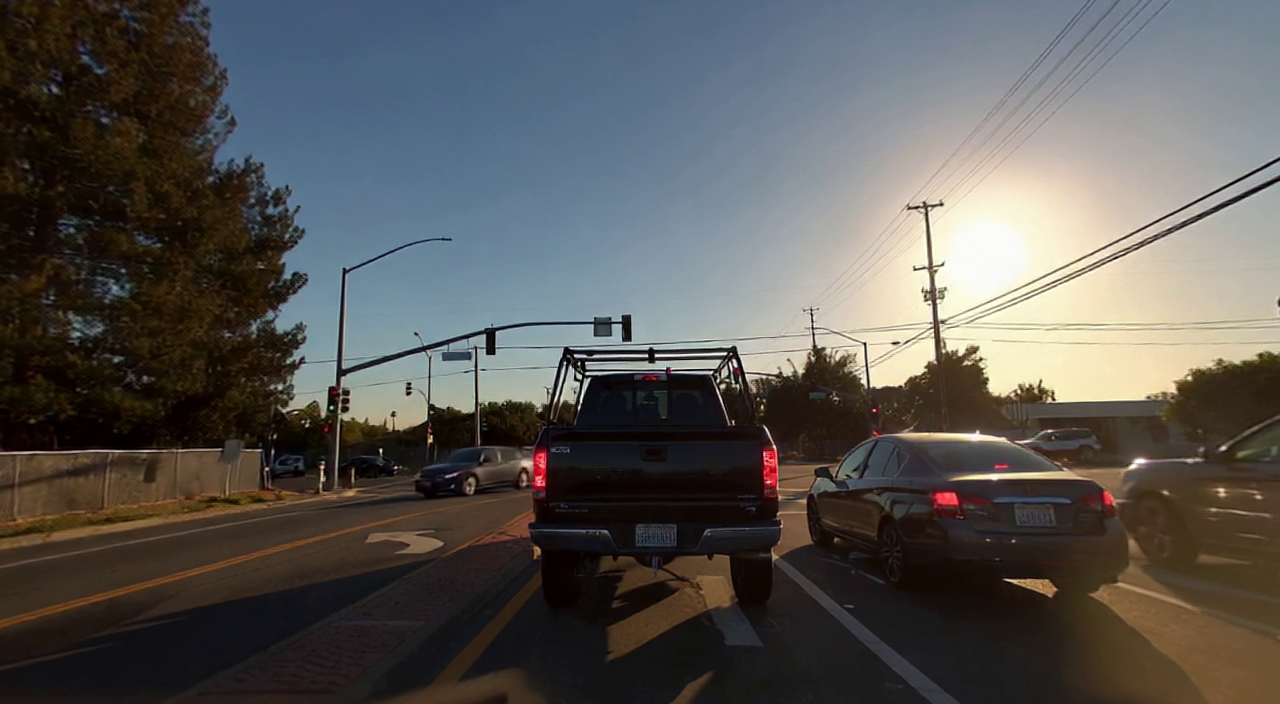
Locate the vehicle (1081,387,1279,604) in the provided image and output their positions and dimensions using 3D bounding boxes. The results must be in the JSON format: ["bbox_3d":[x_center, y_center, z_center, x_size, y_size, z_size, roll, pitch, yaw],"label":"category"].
[{"bbox_3d":[6.133,1.155,5.091,1.982,1.727,4.352,0,-8,1],"label":"vehicle"}]

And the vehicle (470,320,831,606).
[{"bbox_3d":[0.089,1.313,8.157,2.831,2.284,6.149,0,-8,0],"label":"vehicle"}]

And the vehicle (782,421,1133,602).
[{"bbox_3d":[3.112,1.637,7.352,1.993,1.495,4.060,0,-8,1],"label":"vehicle"}]
